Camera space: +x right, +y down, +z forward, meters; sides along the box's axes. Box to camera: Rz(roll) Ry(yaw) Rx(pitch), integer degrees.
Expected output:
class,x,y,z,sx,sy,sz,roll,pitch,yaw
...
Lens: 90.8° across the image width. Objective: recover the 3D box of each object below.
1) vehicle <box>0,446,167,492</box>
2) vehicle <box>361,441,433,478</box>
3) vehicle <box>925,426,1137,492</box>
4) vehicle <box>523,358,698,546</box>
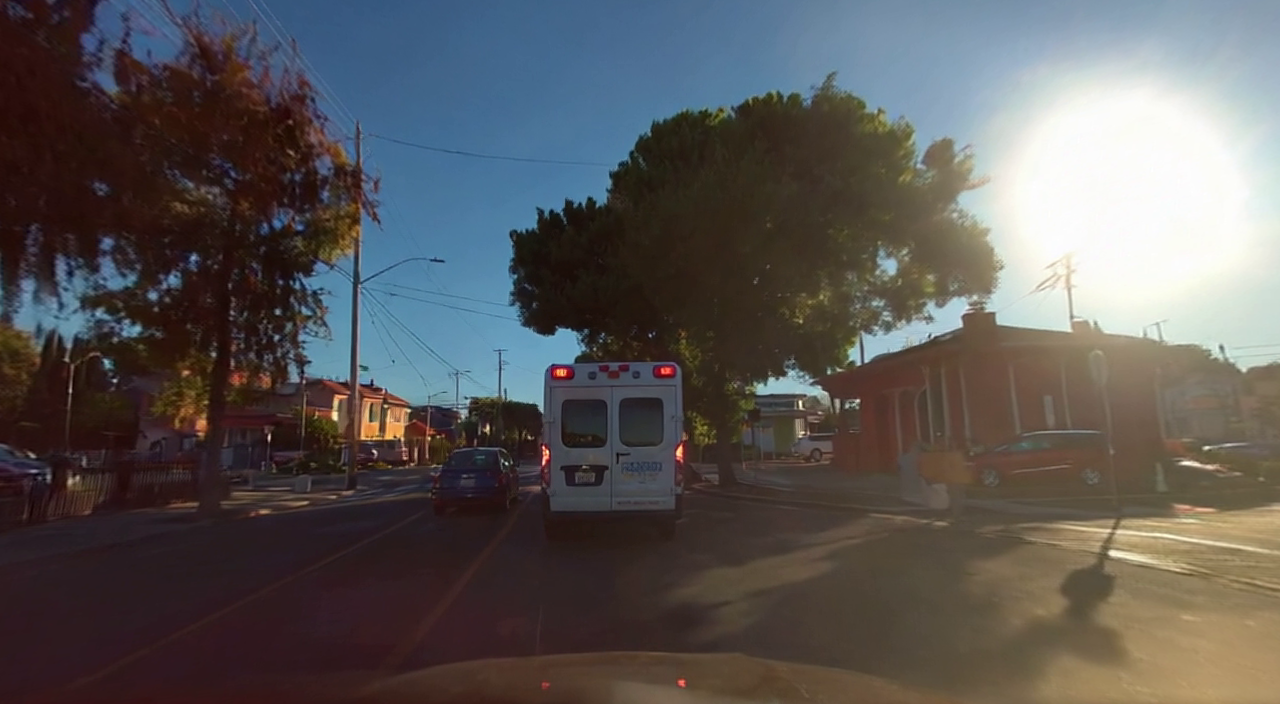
class,x,y,z,sx,sy,sz,roll,pitch,yaw
vehicle,-19.437,4.004,21.904,4.412,1.468,1.914,0,-8,-3
vehicle,-13.037,5.667,33.732,2.290,1.776,4.947,6,-10,-36
vehicle,12.520,3.491,20.700,5.270,1.966,2.329,-2,-8,10
vehicle,-0.411,1.804,11.753,2.444,2.640,5.482,0,-8,0
